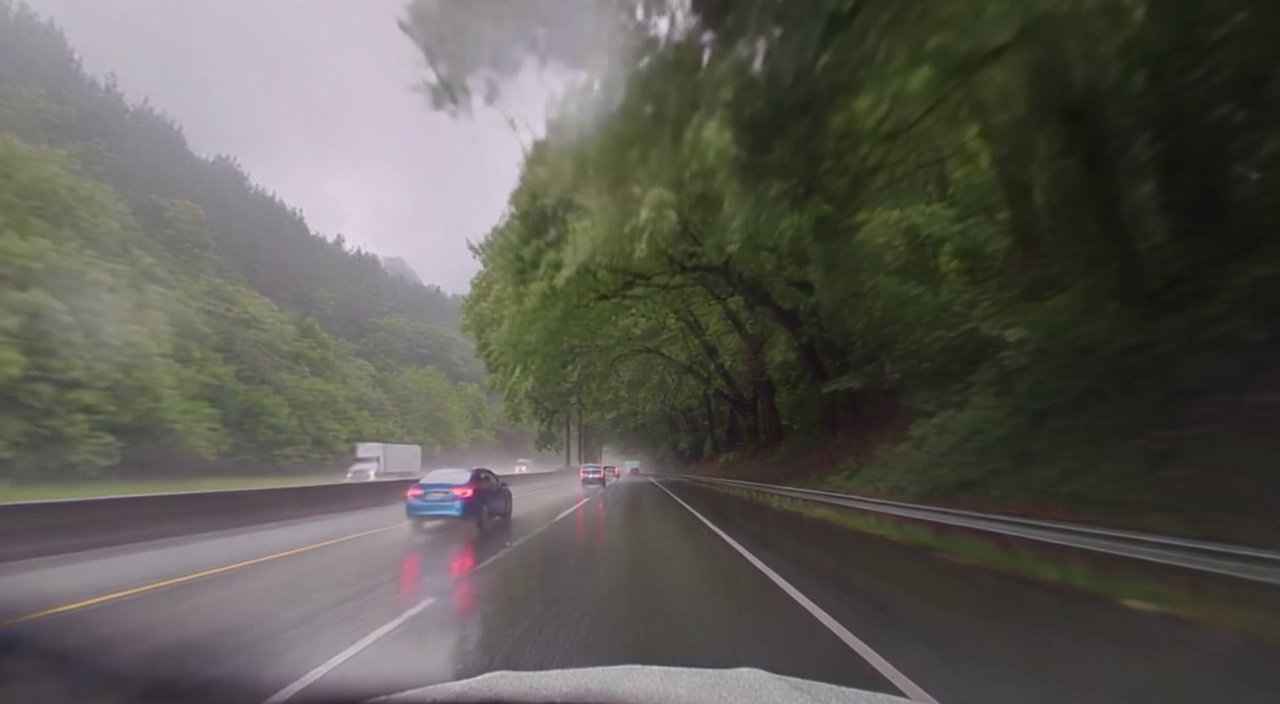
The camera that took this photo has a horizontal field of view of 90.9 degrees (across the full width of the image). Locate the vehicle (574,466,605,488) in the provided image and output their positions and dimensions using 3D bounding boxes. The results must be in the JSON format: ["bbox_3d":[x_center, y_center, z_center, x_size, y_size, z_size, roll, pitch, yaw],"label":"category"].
[{"bbox_3d":[-3.680,9.241,46.662,1.954,1.509,4.094,1,-11,0],"label":"vehicle"}]

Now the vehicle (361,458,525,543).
[{"bbox_3d":[-3.943,3.081,13.561,1.995,1.467,4.467,1,-10,1],"label":"vehicle"}]
